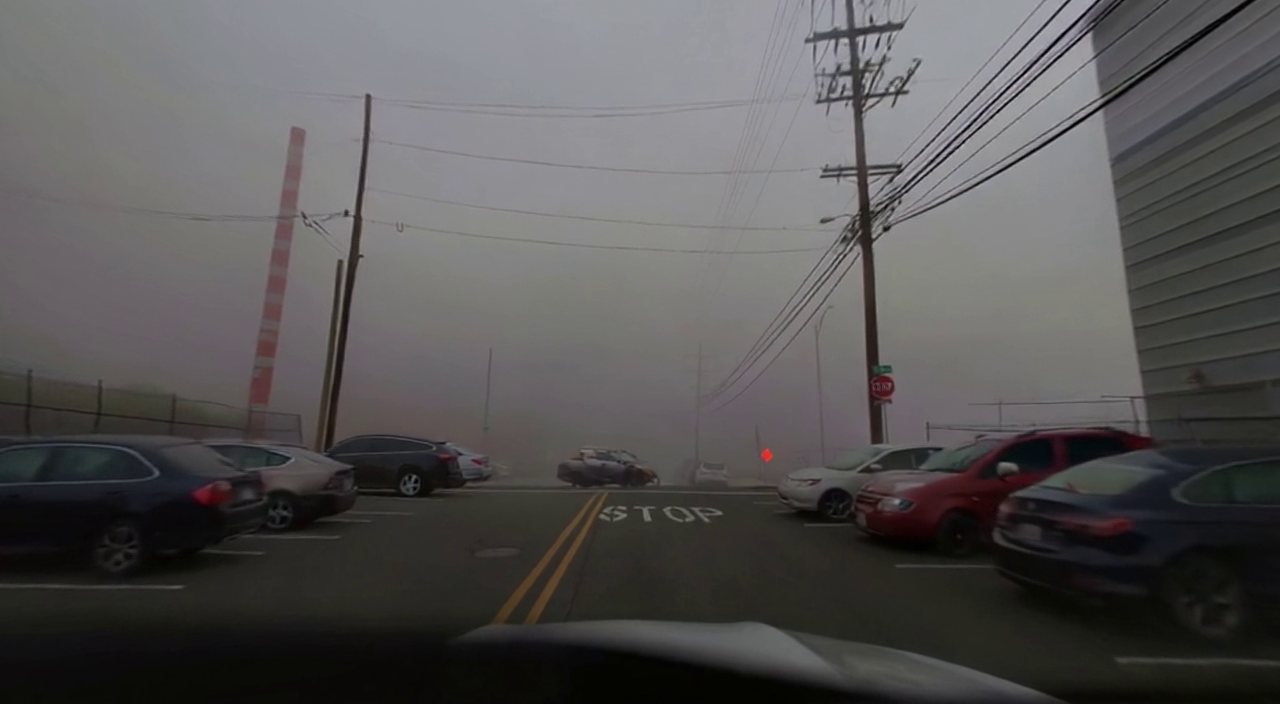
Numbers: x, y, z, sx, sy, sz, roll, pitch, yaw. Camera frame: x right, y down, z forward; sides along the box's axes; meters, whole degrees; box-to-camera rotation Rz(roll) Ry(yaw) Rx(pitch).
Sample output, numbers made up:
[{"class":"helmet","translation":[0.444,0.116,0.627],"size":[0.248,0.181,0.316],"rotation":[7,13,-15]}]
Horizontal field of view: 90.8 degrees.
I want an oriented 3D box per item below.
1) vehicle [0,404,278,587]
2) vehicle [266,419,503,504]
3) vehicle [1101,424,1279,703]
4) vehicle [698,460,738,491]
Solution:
[{"class":"vehicle","translation":[-6.683,1.507,7.033],"size":[4.082,1.723,1.896],"rotation":[0,-8,0]},{"class":"vehicle","translation":[-6.294,2.762,16.071],"size":[5.025,1.648,2.055],"rotation":[4,-9,0]},{"class":"vehicle","translation":[4.672,0.999,2.362],"size":[4.318,1.459,1.971],"rotation":[0,-8,0]},{"class":"vehicle","translation":[5.081,8.100,41.754],"size":[2.007,1.804,4.136],"rotation":[0,-8,-2]}]
